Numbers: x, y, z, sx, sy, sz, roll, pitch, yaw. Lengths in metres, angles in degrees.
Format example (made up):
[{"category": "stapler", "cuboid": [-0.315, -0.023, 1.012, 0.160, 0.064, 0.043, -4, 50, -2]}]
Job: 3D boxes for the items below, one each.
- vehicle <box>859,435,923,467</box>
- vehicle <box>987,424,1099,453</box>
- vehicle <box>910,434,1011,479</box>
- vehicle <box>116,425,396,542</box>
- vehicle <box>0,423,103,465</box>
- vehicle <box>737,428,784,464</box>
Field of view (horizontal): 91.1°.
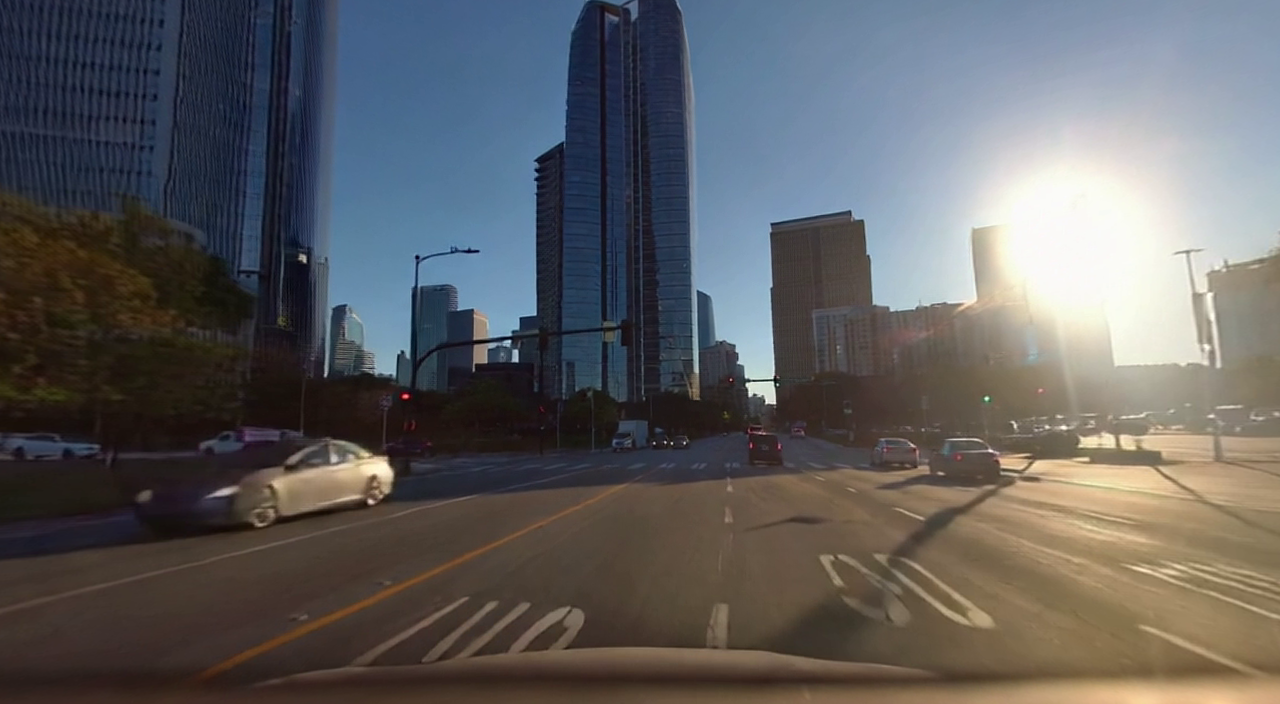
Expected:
[{"category": "vehicle", "cuboid": [12.563, 4.984, 31.745, 1.860, 1.460, 4.379, 0, -8, 6]}, {"category": "vehicle", "cuboid": [28.545, 6.138, 44.664, 6.170, 1.978, 2.399, -1, -9, 7]}, {"category": "vehicle", "cuboid": [11.560, 3.790, 22.979, 1.896, 1.463, 4.296, -1, -8, 8]}, {"category": "vehicle", "cuboid": [-6.523, 2.235, 11.378, 2.016, 1.677, 4.147, -1, -8, 9]}, {"category": "vehicle", "cuboid": [-27.005, 4.164, 28.140, 1.871, 1.703, 4.093, -1, -10, 6]}, {"category": "vehicle", "cuboid": [6.540, 5.140, 34.495, 2.203, 1.801, 4.331, -1, -8, 7]}]
